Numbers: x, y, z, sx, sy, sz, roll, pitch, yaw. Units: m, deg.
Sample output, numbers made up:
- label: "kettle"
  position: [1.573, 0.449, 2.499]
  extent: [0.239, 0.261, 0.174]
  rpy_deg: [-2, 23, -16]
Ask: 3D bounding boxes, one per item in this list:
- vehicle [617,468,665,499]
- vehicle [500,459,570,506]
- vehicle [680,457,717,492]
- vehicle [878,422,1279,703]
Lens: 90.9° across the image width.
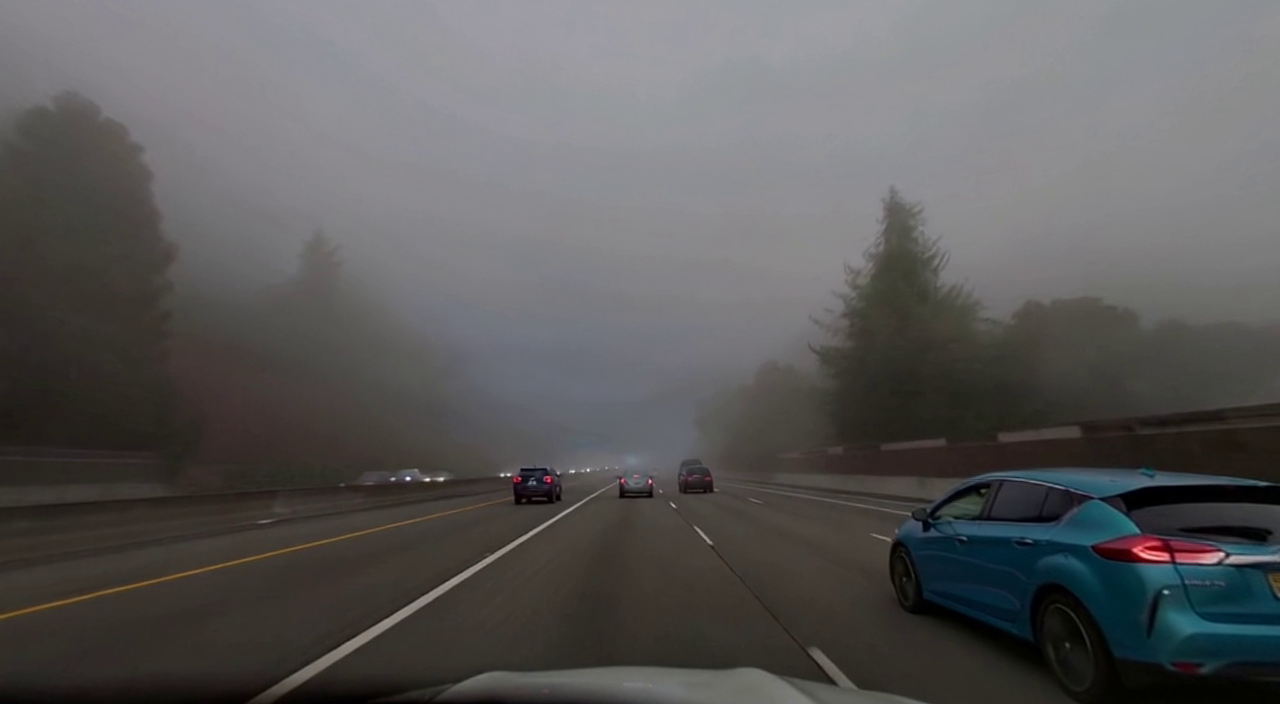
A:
- label: "vehicle"
  position: [0.028, 6.579, 31.736]
  extent: [2.241, 1.425, 3.973]
  rpy_deg: [1, -10, 0]
- label: "vehicle"
  position: [-4.157, 5.268, 25.662]
  extent: [2.021, 1.706, 4.247]
  rpy_deg: [1, -10, 0]
- label: "vehicle"
  position: [3.870, 8.188, 42.149]
  extent: [2.030, 2.172, 3.621]
  rpy_deg: [1, -10, -1]
- label: "vehicle"
  position: [3.528, 1.455, 4.724]
  extent: [1.938, 1.561, 3.786]
  rpy_deg: [1, -10, -1]
